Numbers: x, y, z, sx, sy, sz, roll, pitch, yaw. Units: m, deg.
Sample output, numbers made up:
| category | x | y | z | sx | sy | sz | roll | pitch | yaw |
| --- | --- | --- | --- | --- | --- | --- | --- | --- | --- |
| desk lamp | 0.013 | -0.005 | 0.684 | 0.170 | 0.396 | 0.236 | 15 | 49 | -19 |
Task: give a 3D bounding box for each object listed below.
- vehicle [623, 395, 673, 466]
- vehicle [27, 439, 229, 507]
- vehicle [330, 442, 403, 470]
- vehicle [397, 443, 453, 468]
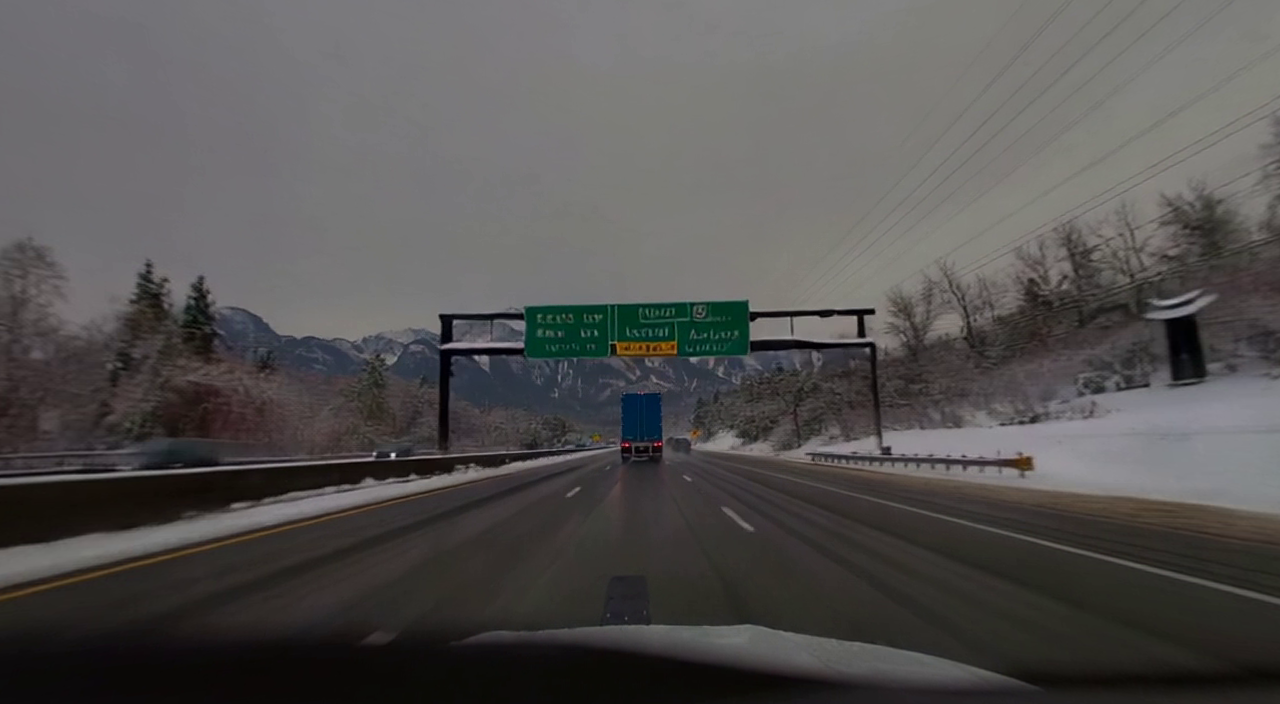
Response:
| category | x | y | z | sx | sy | sz | roll | pitch | yaw |
| --- | --- | --- | --- | --- | --- | --- | --- | --- | --- |
| vehicle | 0.369 | 5.418 | 42.642 | 2.919 | 4.101 | 11.541 | 0 | -8 | -1 |
| vehicle | -15.967 | 3.751 | 20.165 | 2.107 | 1.872 | 5.115 | 0 | -8 | 0 |
| vehicle | -20.000 | 7.619 | 46.413 | 3.060 | 1.932 | 5.089 | -1 | -8 | 0 |
| vehicle | -15.885 | 7.644 | 46.948 | 2.048 | 1.702 | 6.079 | 0 | -8 | 1 |
